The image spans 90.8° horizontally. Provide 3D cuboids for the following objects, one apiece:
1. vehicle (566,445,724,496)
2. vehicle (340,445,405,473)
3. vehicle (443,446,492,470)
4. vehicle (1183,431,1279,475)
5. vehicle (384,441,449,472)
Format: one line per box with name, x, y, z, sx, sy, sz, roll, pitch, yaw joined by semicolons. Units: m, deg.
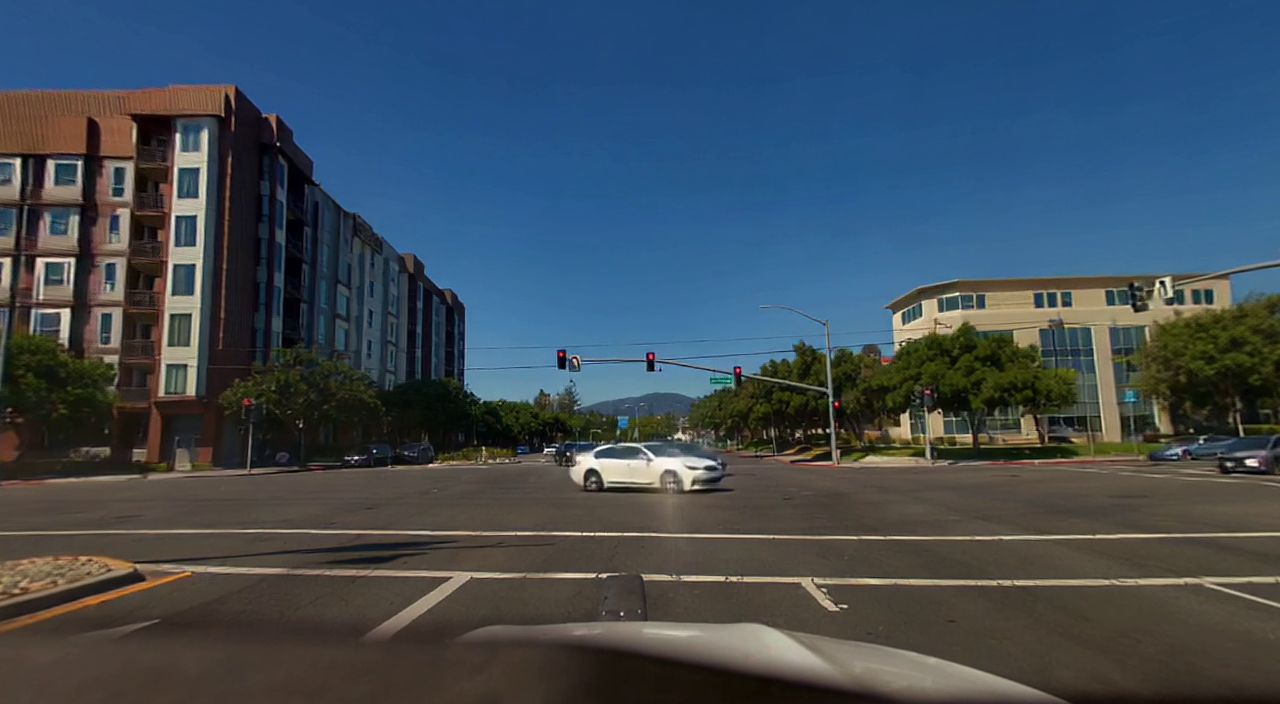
vehicle;0.102;3.333;18.071;4.093;1.288;1.910;-6;-10;32
vehicle;-18.543;7.409;44.086;2.237;1.842;5.116;0;-9;0
vehicle;-11.634;7.148;42.816;2.003;1.476;4.297;-1;-9;2
vehicle;22.326;3.557;22.356;4.474;1.477;1.908;0;-9;-3
vehicle;-15.133;7.125;43.241;2.340;1.946;5.450;-1;-9;1
